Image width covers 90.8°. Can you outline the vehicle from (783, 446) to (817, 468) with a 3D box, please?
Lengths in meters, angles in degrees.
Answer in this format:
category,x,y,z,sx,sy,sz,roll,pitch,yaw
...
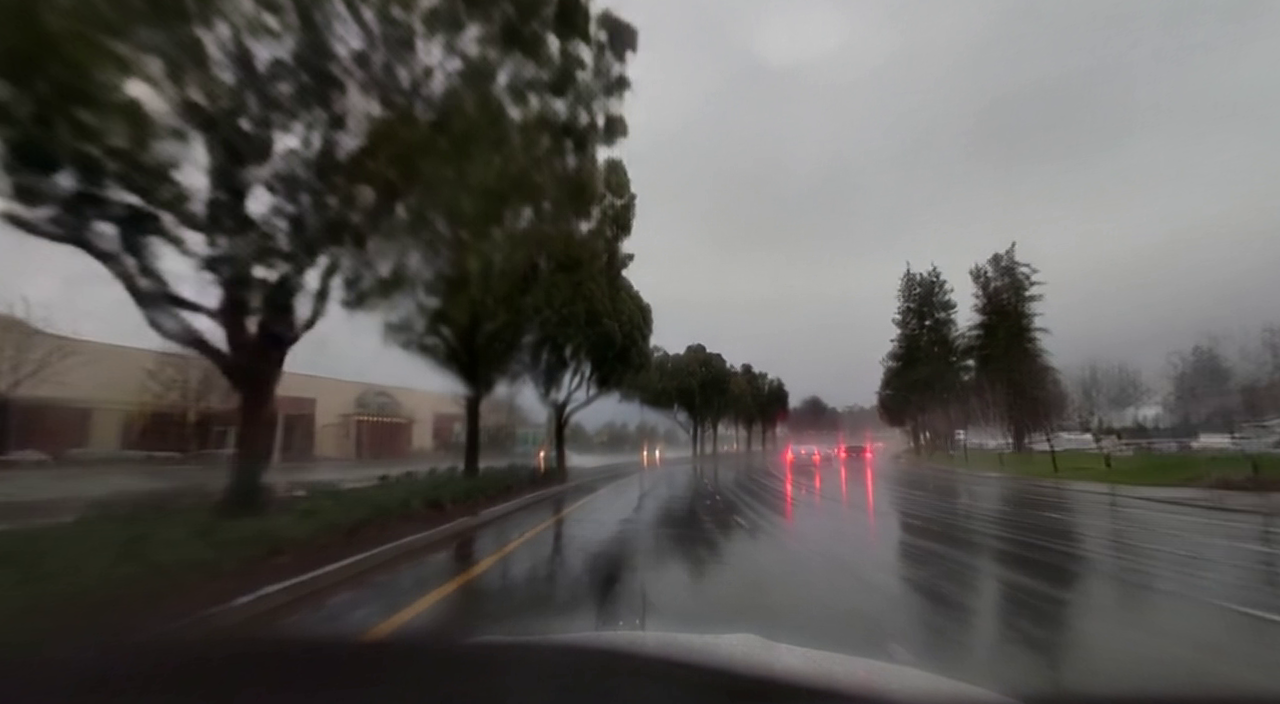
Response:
category,x,y,z,sx,sy,sz,roll,pitch,yaw
vehicle,11.350,7.458,45.072,1.988,1.460,3.996,-2,-9,9
